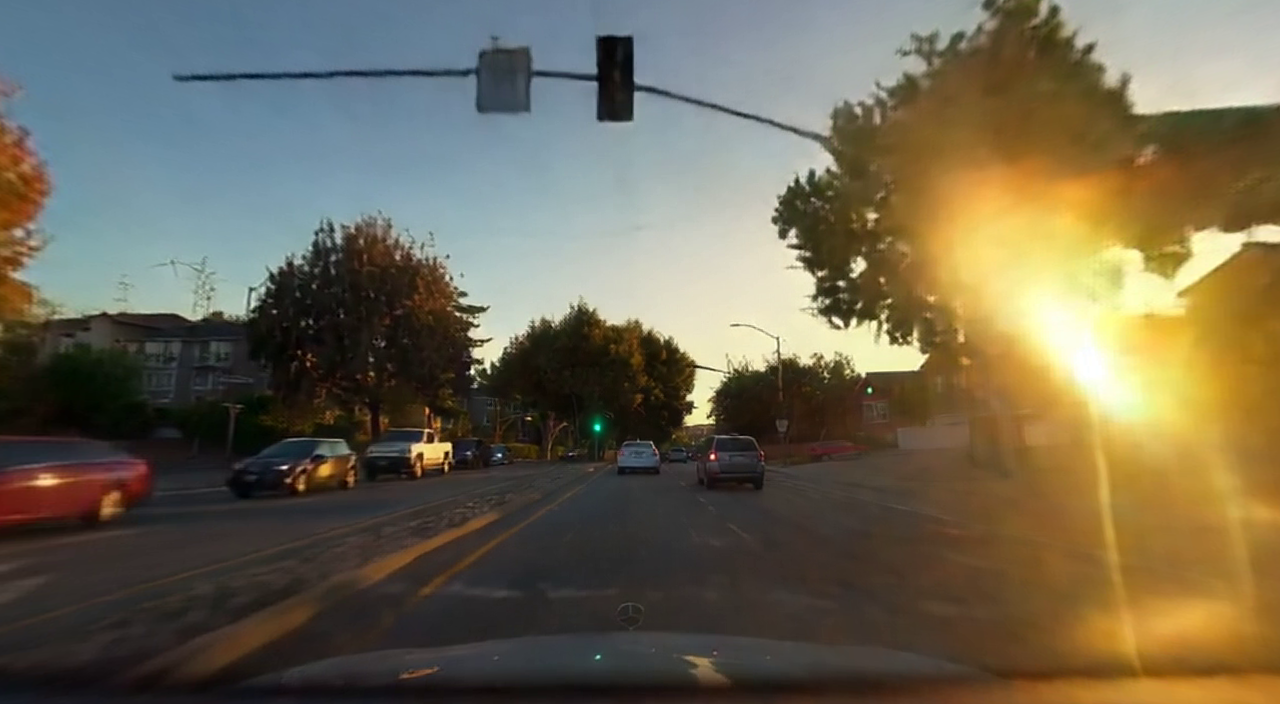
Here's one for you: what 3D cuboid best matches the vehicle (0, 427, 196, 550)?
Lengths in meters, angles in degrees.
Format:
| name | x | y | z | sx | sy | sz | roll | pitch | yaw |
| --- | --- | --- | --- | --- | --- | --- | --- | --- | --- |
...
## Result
| name | x | y | z | sx | sy | sz | roll | pitch | yaw |
| --- | --- | --- | --- | --- | --- | --- | --- | --- | --- |
| vehicle | -9.022 | 1.828 | 8.688 | 2.140 | 1.510 | 5.005 | 0 | -8 | 0 |

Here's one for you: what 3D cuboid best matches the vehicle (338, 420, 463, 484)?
| name | x | y | z | sx | sy | sz | roll | pitch | yaw |
| --- | --- | --- | --- | --- | --- | --- | --- | --- | --- |
| vehicle | -9.055 | 3.883 | 24.784 | 2.037 | 2.113 | 7.185 | 0 | -8 | 1 |

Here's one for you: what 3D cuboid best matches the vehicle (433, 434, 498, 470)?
| name | x | y | z | sx | sy | sz | roll | pitch | yaw |
| --- | --- | --- | --- | --- | --- | --- | --- | --- | --- |
| vehicle | -9.091 | 5.270 | 33.353 | 1.893 | 1.735 | 5.318 | 0 | -8 | 0 |

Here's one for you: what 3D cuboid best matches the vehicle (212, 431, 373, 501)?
| name | x | y | z | sx | sy | sz | roll | pitch | yaw |
| --- | --- | --- | --- | --- | --- | --- | --- | --- | --- |
| vehicle | -9.288 | 3.054 | 17.359 | 1.988 | 1.663 | 4.316 | 0 | -8 | -1 |

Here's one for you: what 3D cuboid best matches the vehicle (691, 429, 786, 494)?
| name | x | y | z | sx | sy | sz | roll | pitch | yaw |
| --- | --- | --- | --- | --- | --- | --- | --- | --- | --- |
| vehicle | 2.934 | 3.379 | 19.792 | 2.166 | 1.799 | 4.372 | 0 | -8 | -1 |

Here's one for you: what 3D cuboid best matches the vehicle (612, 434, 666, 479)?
| name | x | y | z | sx | sy | sz | roll | pitch | yaw |
| --- | --- | --- | --- | --- | --- | --- | --- | --- | --- |
| vehicle | -0.069 | 4.606 | 28.001 | 2.185 | 1.822 | 4.391 | 0 | -8 | -1 |
